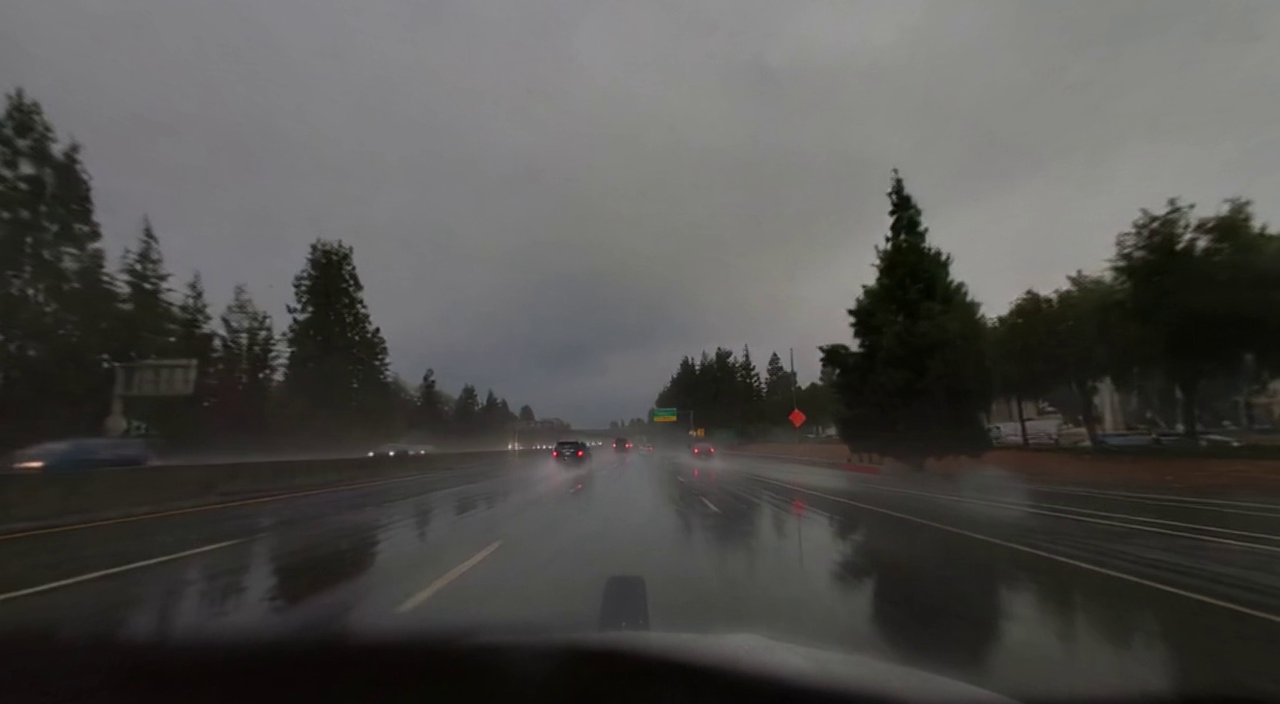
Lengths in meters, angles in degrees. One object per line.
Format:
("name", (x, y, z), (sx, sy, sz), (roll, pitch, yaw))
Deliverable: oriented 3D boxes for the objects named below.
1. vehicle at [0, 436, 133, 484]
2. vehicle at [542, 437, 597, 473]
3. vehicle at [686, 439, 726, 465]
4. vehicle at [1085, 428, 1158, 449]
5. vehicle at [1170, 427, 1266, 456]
("vehicle", (-23.073, 4.139, 24.493), (2.111, 1.658, 5.373), (-1, -8, 3))
("vehicle", (-3.547, 5.272, 32.526), (2.196, 1.733, 4.355), (0, -8, 2))
("vehicle", (4.515, 6.918, 43.757), (2.229, 1.704, 4.392), (0, -8, 0))
("vehicle", (37.130, 6.695, 48.694), (4.052, 1.601, 1.838), (0, -9, 0))
("vehicle", (37.073, 5.760, 40.527), (4.276, 1.563, 1.792), (-3, -9, 1))
